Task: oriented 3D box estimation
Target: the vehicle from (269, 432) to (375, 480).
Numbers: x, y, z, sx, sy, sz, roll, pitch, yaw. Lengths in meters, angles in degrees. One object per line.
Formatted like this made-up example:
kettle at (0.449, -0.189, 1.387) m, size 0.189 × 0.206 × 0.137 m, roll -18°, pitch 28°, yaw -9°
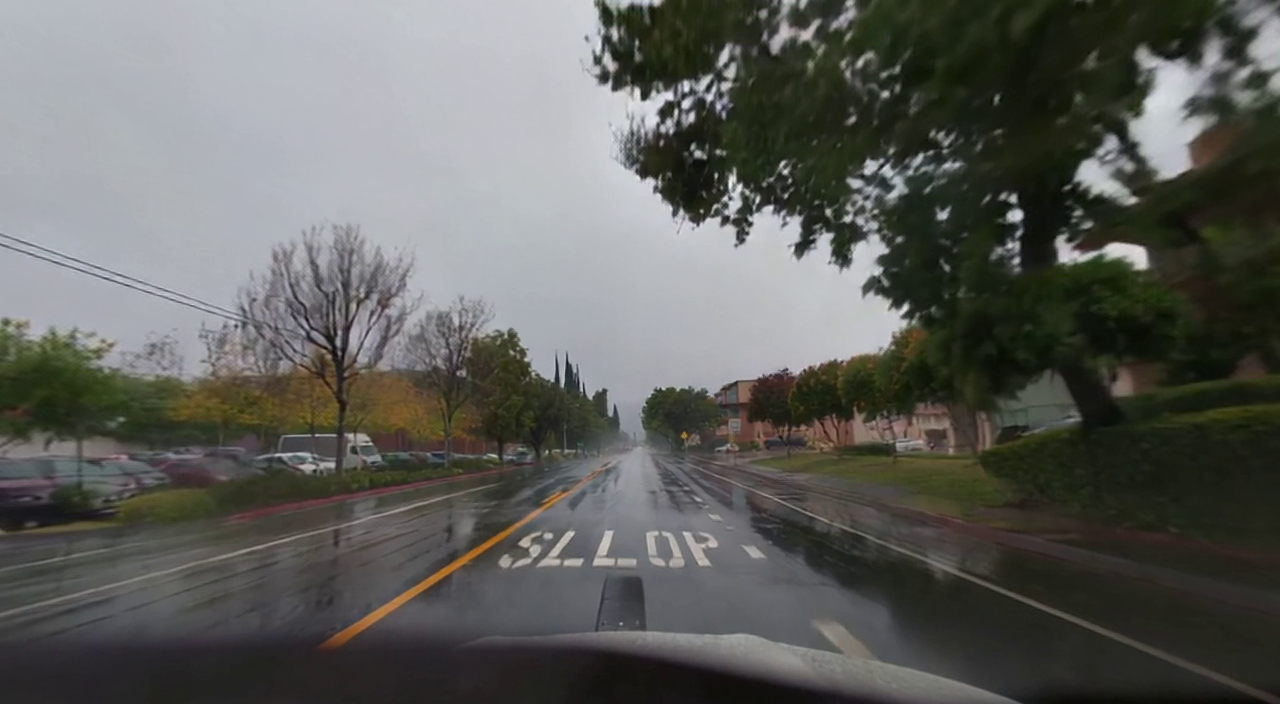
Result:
vehicle at (-19.429, 6.353, 38.613) m, size 5.971 × 2.749 × 2.293 m, roll -4°, pitch -9°, yaw 22°
